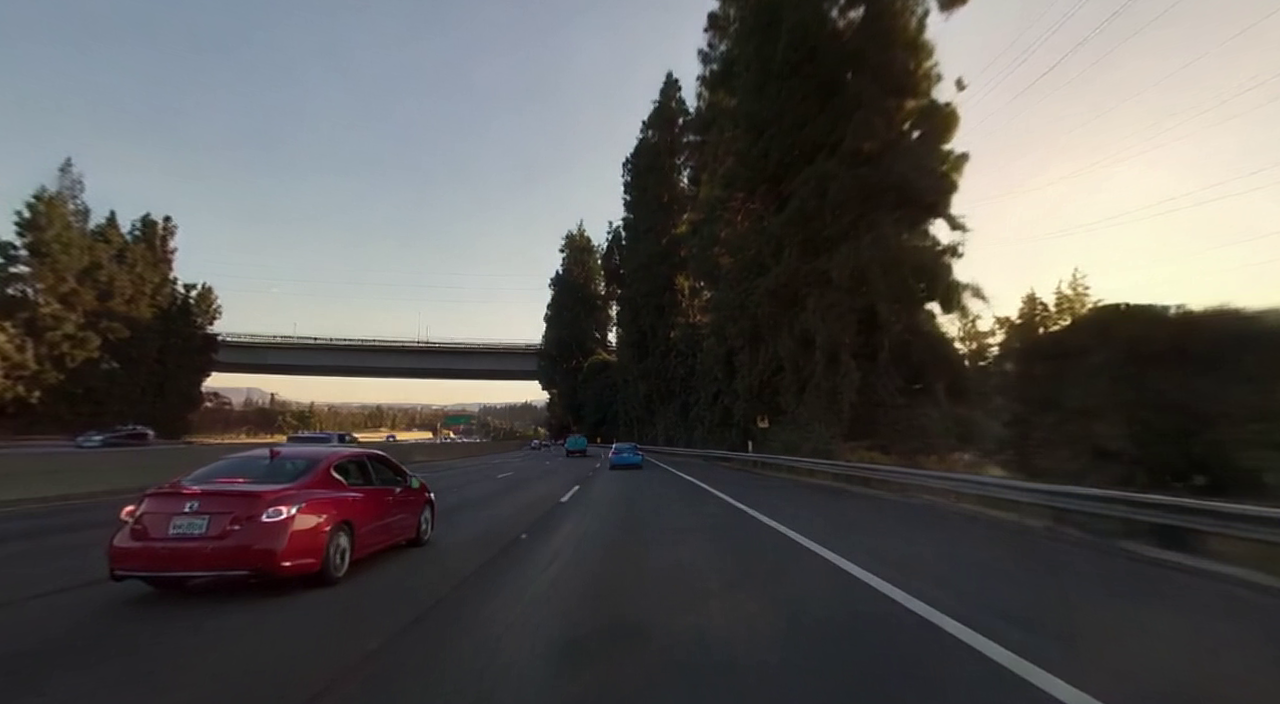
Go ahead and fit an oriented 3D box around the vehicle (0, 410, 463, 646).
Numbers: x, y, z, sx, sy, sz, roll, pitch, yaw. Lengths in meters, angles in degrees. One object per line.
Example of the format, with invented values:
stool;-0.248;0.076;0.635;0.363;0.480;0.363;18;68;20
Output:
vehicle;-3.511;1.478;6.434;2.035;1.514;4.600;0;-8;0

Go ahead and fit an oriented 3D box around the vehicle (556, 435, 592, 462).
vehicle;-4.719;6.986;45.513;2.174;1.806;3.932;0;-8;-1

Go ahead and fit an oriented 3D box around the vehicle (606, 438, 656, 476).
vehicle;-0.394;4.353;26.326;1.954;1.460;3.983;0;-8;-2
